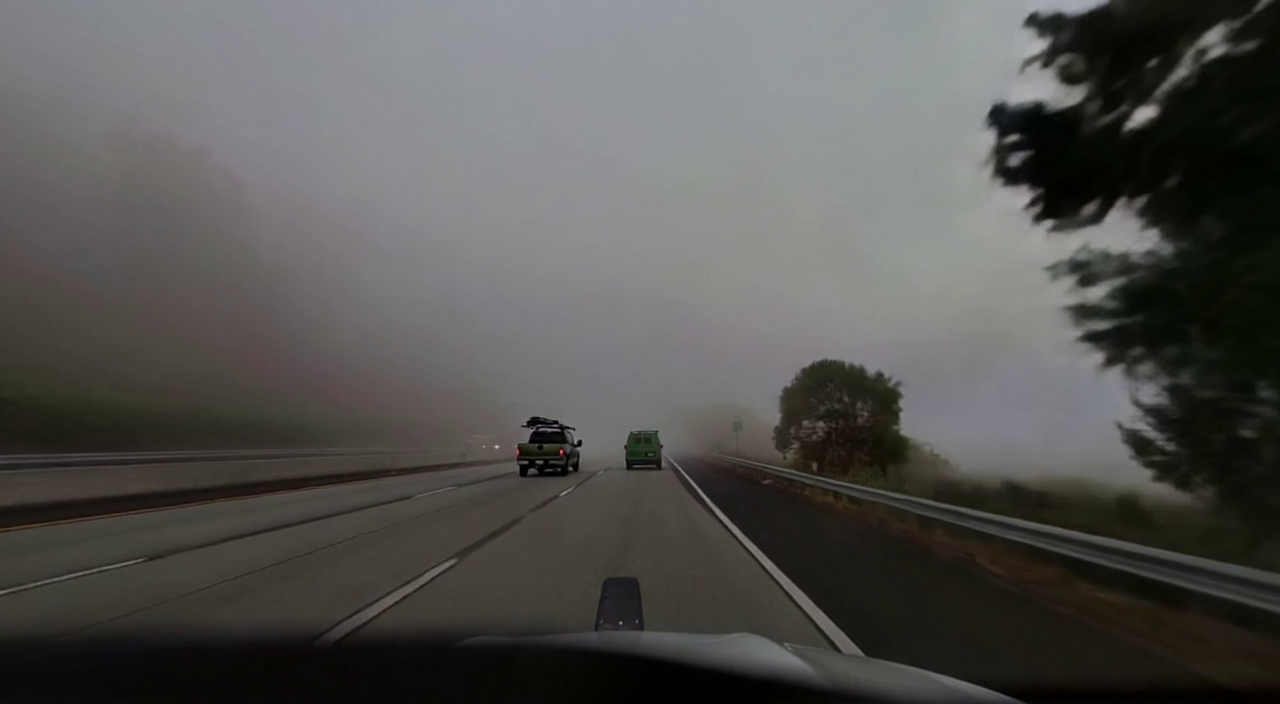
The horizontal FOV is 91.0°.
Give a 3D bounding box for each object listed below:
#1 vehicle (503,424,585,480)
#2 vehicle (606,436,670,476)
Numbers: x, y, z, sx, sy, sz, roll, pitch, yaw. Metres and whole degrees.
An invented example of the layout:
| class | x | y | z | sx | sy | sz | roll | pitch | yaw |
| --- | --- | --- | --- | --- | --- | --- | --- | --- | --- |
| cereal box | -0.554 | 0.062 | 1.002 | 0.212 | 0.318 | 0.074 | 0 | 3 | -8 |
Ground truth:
| class | x | y | z | sx | sy | sz | roll | pitch | yaw |
| --- | --- | --- | --- | --- | --- | --- | --- | --- | --- |
| vehicle | -3.598 | 3.880 | 24.606 | 2.250 | 1.947 | 4.860 | 0 | -8 | 2 |
| vehicle | -0.001 | 4.775 | 29.307 | 2.715 | 1.669 | 5.163 | 0 | -8 | 2 |
